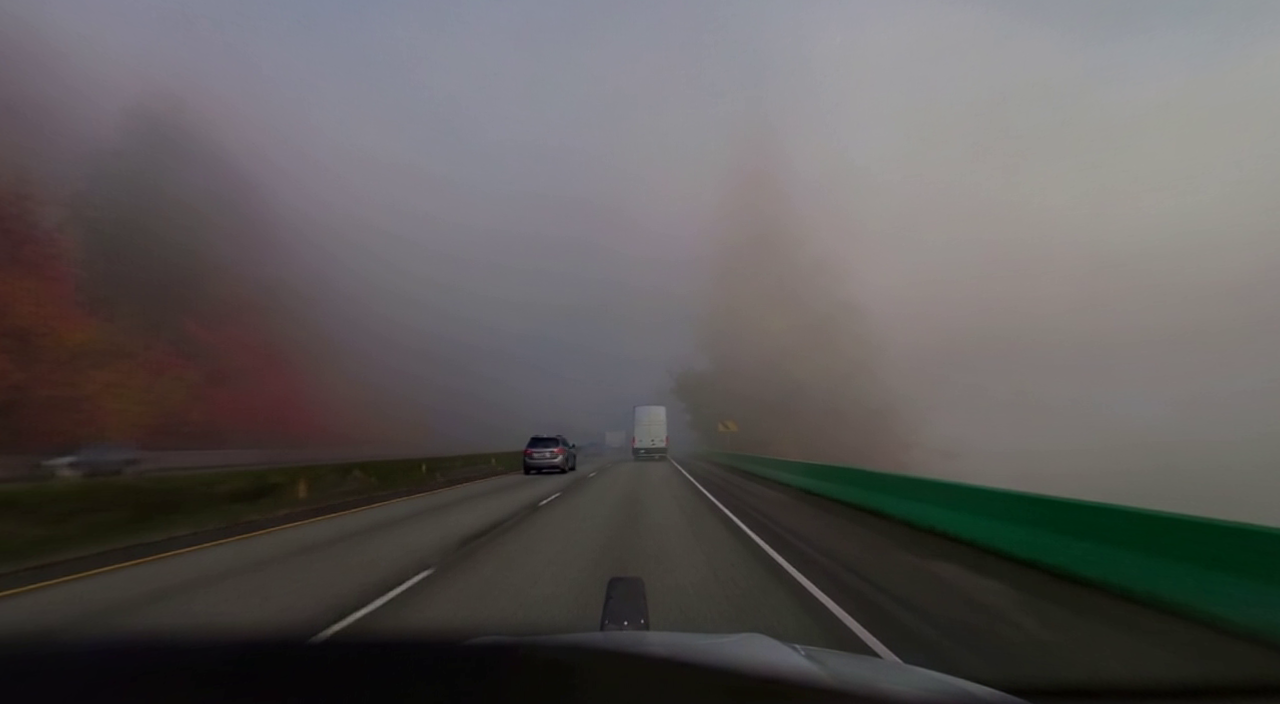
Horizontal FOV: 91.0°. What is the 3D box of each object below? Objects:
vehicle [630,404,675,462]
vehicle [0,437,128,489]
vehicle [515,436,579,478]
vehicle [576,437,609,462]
[{"bbox_3d":[0.887,5.960,45.809,2.933,3.701,10.425,0,-8,1],"label":"vehicle"},{"bbox_3d":[-26.889,4.991,28.785,2.223,2.138,5.557,0,-8,-1],"label":"vehicle"},{"bbox_3d":[-3.630,4.164,25.284,1.927,1.556,3.921,0,-8,1],"label":"vehicle"},{"bbox_3d":[-3.209,6.728,43.547,1.962,1.575,4.158,0,-8,0],"label":"vehicle"}]
